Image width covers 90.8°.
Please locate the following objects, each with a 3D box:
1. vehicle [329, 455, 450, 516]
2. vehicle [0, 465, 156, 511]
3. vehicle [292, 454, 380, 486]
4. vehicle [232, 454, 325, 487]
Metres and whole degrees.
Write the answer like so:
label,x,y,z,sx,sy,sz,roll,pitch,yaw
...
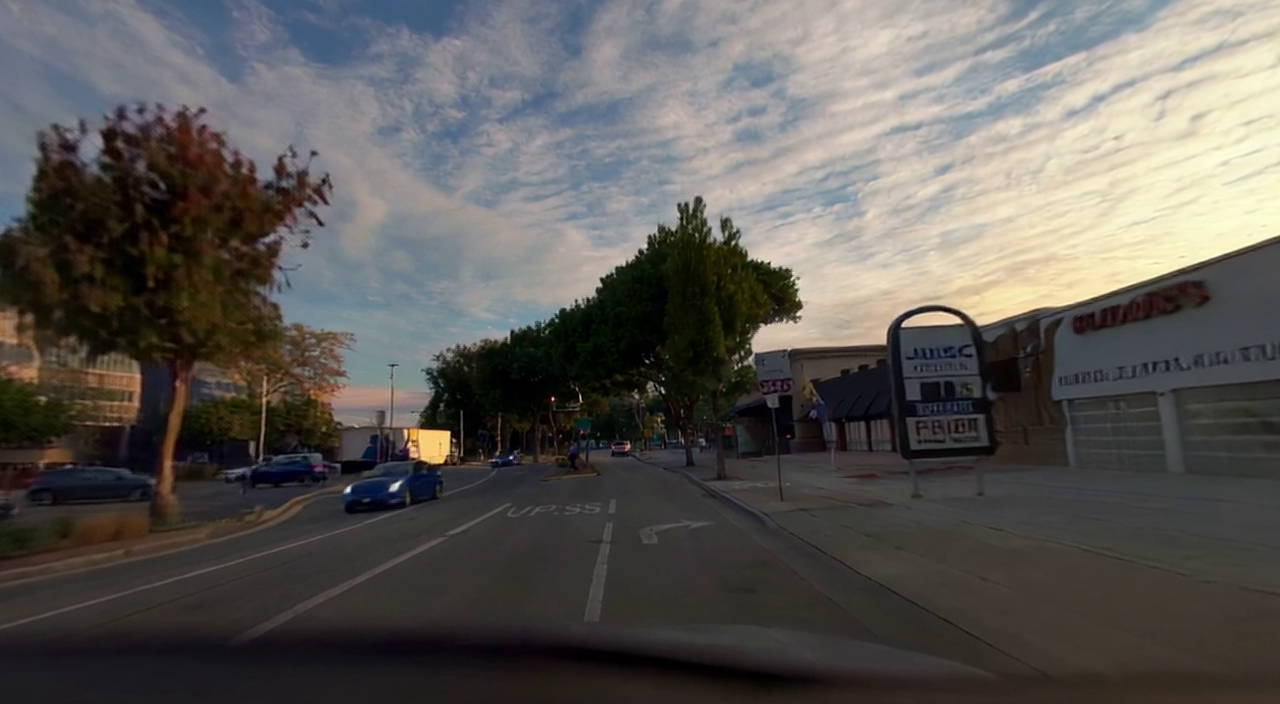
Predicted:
label,x,y,z,sx,sy,sz,roll,pitch,yaw
vehicle,-7.328,3.922,19.036,1.899,1.517,4.384,0,-9,-1
vehicle,-22.022,5.268,24.782,1.928,1.490,4.462,-4,-9,16
vehicle,-18.161,7.005,37.985,2.101,1.721,4.587,-3,-9,17
vehicle,-21.686,7.106,38.116,2.025,1.756,4.749,-2,-9,15
